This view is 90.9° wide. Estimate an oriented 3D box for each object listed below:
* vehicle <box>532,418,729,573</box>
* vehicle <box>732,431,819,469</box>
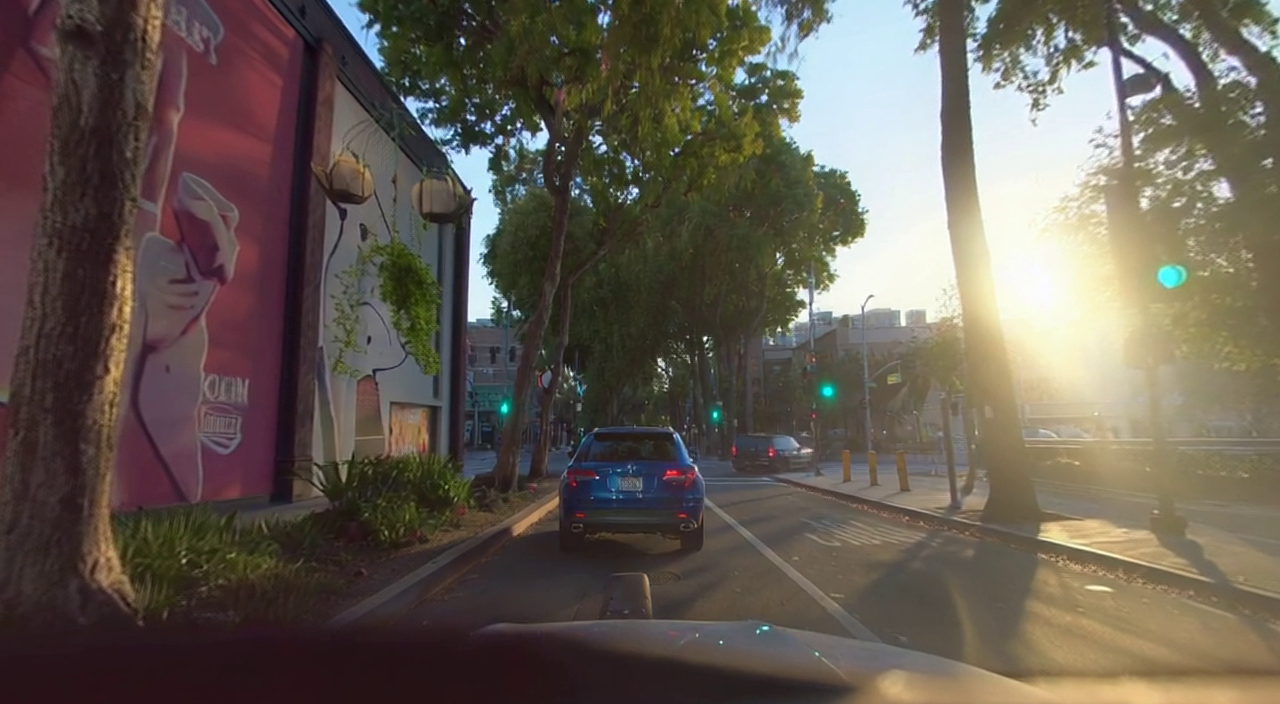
[{"bbox_3d":[-0.118,1.814,8.692,2.079,1.621,3.861,0,-8,0],"label":"vehicle"},{"bbox_3d":[7.966,5.685,36.710,2.448,2.063,5.513,-8,-11,41],"label":"vehicle"}]
